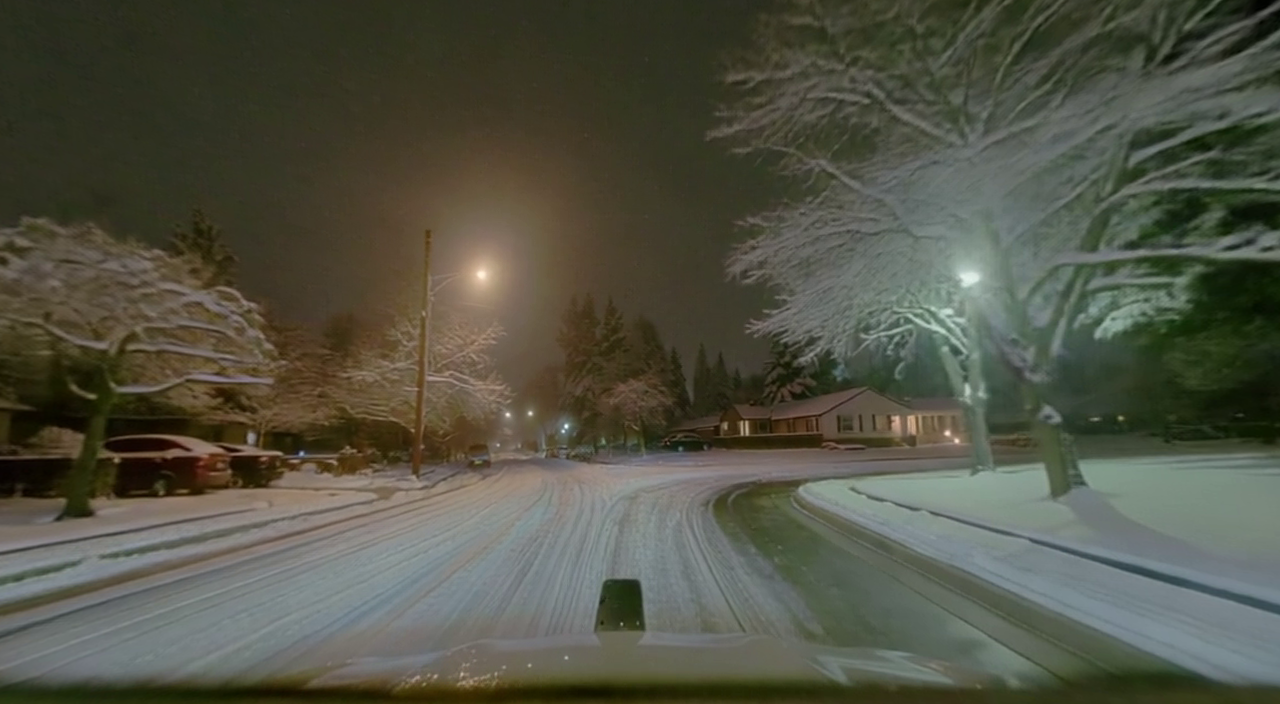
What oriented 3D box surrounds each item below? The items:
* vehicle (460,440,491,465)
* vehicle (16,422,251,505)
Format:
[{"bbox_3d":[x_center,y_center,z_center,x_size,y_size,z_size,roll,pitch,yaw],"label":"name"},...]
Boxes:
[{"bbox_3d":[-12.495,7.607,48.019,2.152,1.826,4.725,2,-9,-14],"label":"vehicle"},{"bbox_3d":[-14.732,3.293,18.899,5.045,1.835,2.315,-1,-10,-25],"label":"vehicle"}]
